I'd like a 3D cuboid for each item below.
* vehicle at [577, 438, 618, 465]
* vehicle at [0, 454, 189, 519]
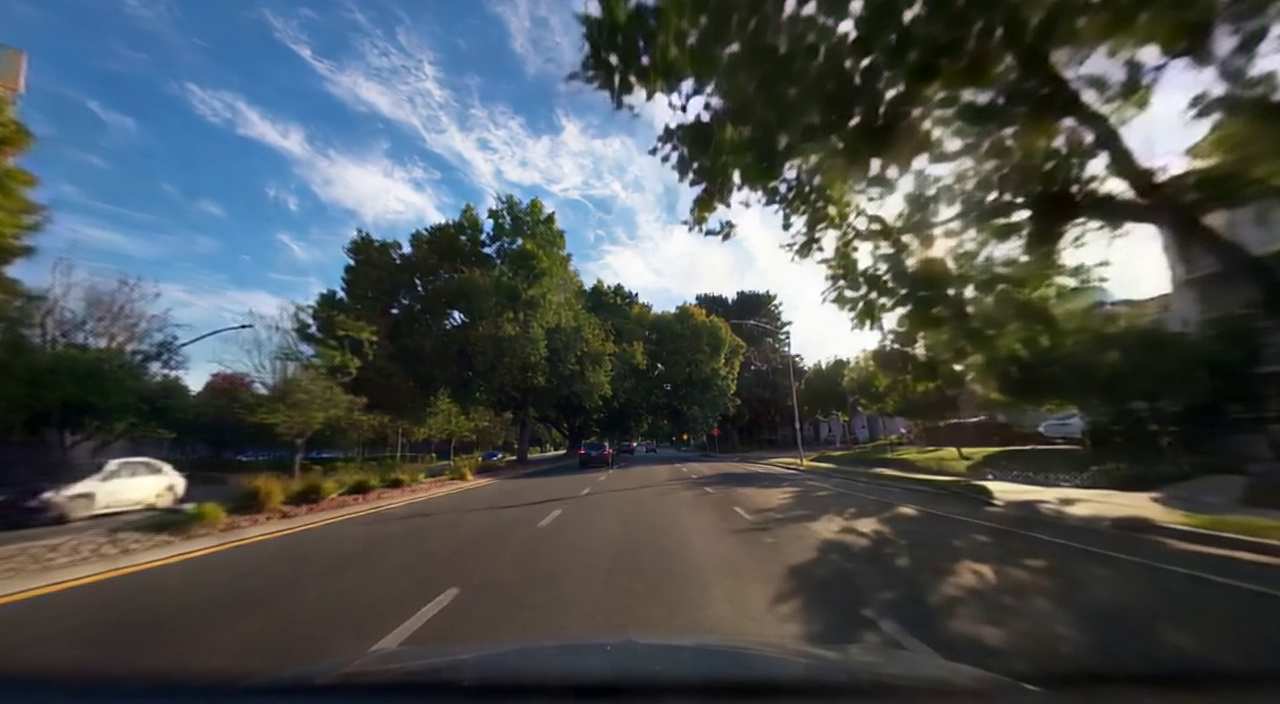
[{"bbox_3d":[-2.758,6.612,42.102,2.283,1.716,4.395,0,-8,1],"label":"vehicle"},{"bbox_3d":[-16.230,3.950,18.995,1.923,1.637,4.409,0,-8,1],"label":"vehicle"}]
